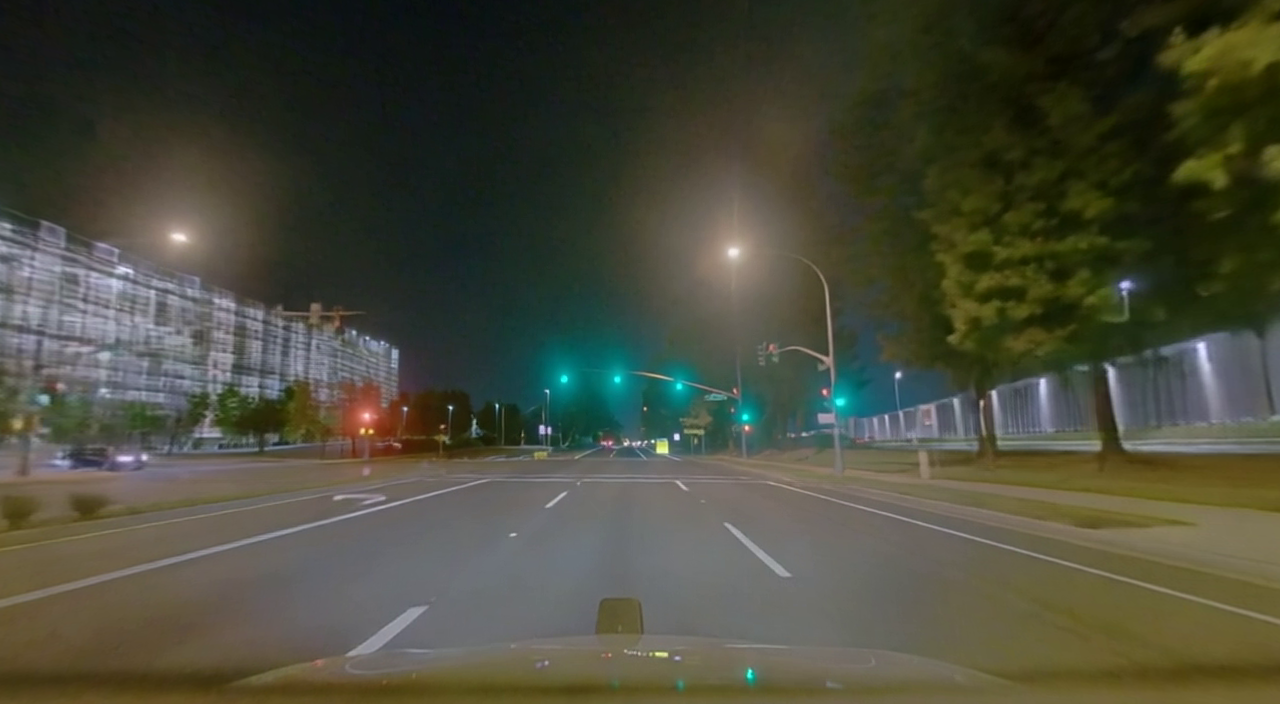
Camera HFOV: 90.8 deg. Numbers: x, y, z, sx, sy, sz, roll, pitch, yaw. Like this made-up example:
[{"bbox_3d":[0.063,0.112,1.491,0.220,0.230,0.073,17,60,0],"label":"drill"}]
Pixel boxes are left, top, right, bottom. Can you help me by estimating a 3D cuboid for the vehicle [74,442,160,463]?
[{"bbox_3d":[-38.095,7.338,46.172,4.390,1.482,1.781,3,-9,-22],"label":"vehicle"}]
